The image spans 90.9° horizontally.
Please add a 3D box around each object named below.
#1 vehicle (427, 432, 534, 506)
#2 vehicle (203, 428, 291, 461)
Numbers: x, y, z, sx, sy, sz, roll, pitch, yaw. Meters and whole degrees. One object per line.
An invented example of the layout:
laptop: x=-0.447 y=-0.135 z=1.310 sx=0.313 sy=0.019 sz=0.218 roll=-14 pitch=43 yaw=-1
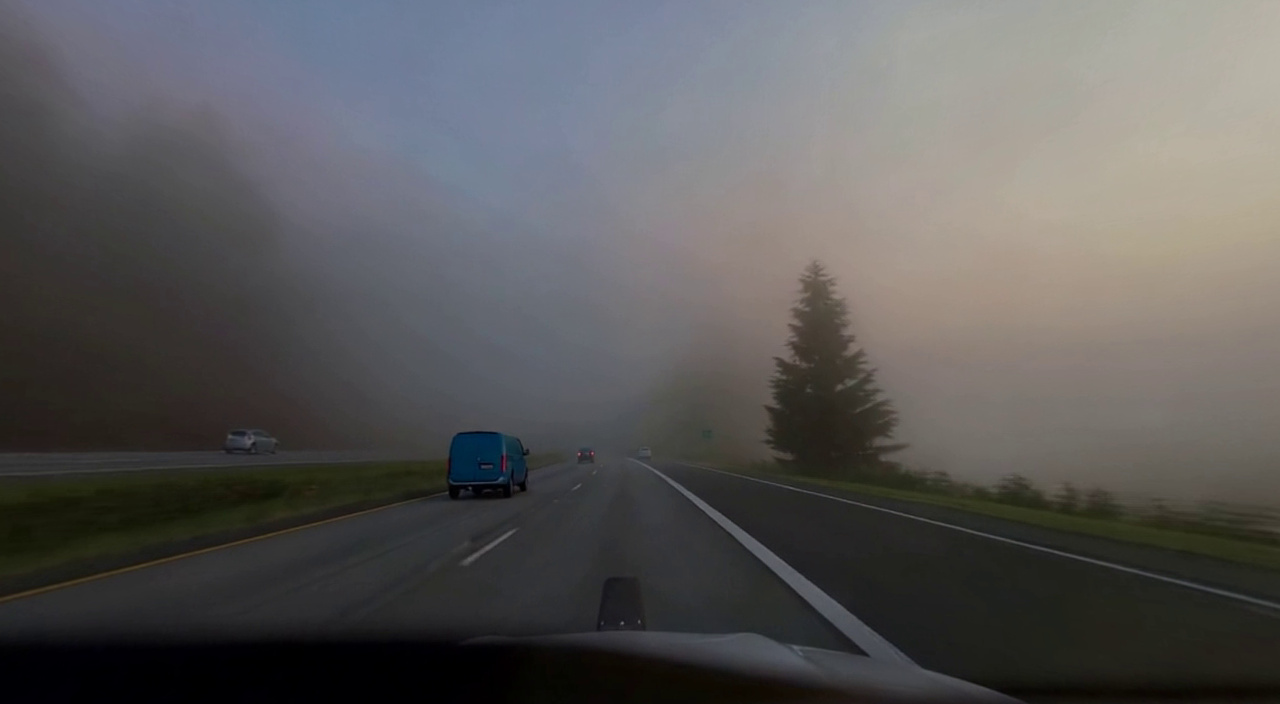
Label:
vehicle: x=-4.320 y=3.241 z=17.831 sx=1.971 sy=1.795 sz=4.389 roll=0 pitch=-9 yaw=-1
vehicle: x=-18.672 y=4.436 z=30.141 sx=1.879 sy=1.492 sz=3.607 roll=0 pitch=-9 yaw=0
